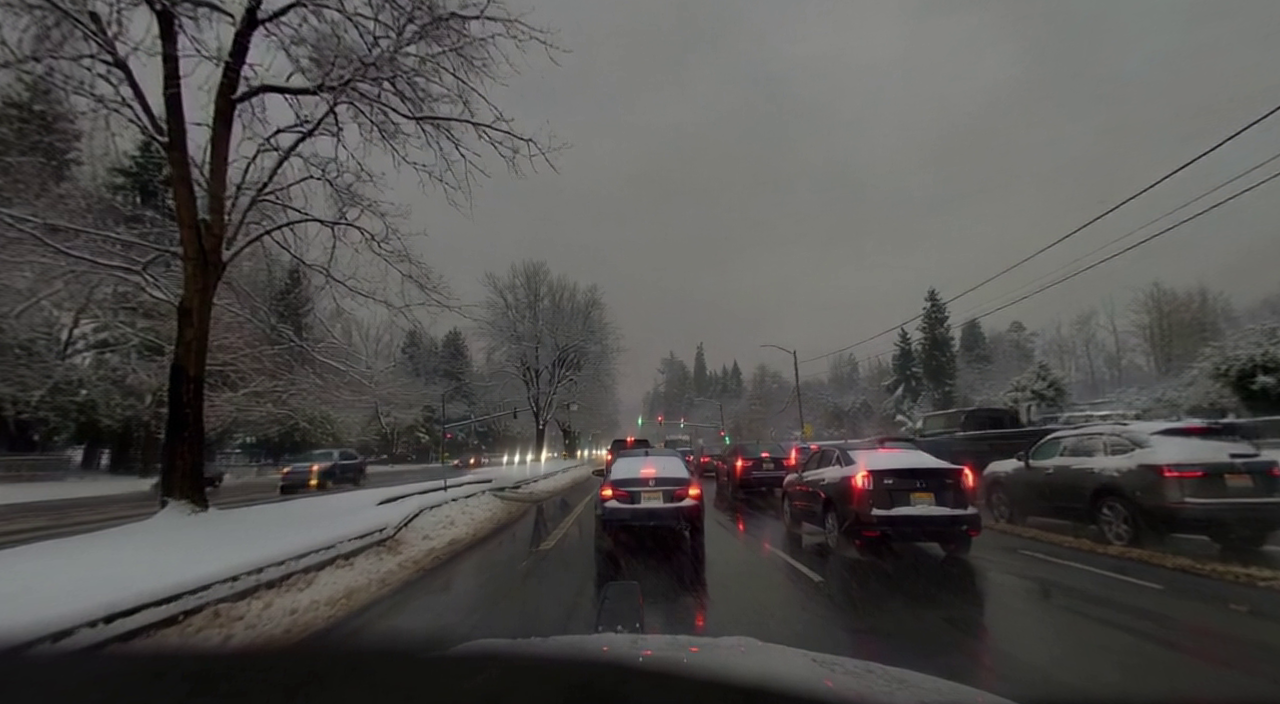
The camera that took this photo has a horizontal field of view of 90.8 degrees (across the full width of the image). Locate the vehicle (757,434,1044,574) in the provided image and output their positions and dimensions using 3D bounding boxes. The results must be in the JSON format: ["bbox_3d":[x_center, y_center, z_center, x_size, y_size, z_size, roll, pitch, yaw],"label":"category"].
[{"bbox_3d":[3.191,1.970,9.150,1.970,1.445,4.974,0,-8,-1],"label":"vehicle"}]

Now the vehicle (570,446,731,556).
[{"bbox_3d":[0.096,2.154,9.913,1.990,1.347,4.067,0,-8,-1],"label":"vehicle"}]

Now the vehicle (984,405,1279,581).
[{"bbox_3d":[6.910,1.727,8.536,1.987,1.730,4.373,0,-8,-1],"label":"vehicle"}]

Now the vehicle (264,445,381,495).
[{"bbox_3d":[-11.644,4.316,23.589,1.980,1.675,4.581,0,-8,0],"label":"vehicle"}]

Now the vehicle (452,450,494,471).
[{"bbox_3d":[-12.473,8.105,47.422,1.943,1.467,4.442,0,-9,0],"label":"vehicle"}]

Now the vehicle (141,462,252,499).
[{"bbox_3d":[-18.434,5.334,26.524,1.798,1.333,3.944,0,-9,0],"label":"vehicle"}]
